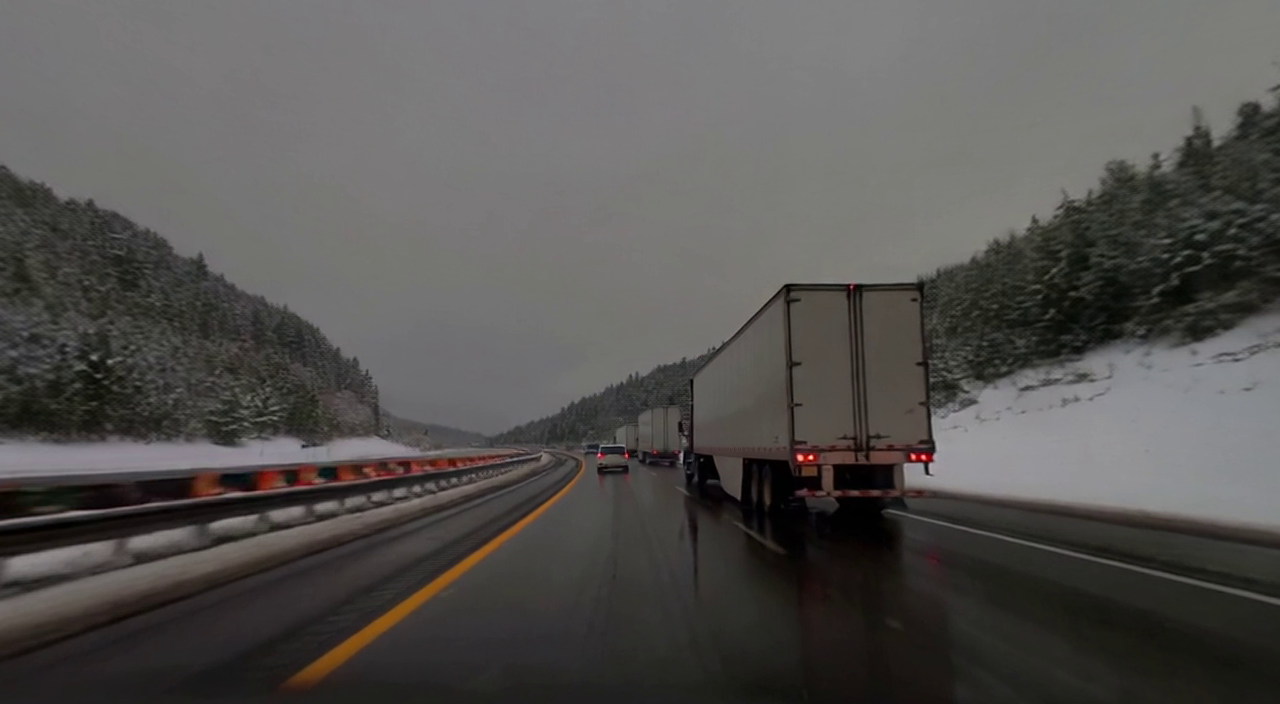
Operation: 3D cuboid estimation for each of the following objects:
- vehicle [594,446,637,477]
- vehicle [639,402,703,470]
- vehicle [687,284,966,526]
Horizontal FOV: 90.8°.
[{"bbox_3d":[-1.272,5.460,31.599,2.029,1.437,3.794,0,-9,-3],"label":"vehicle"},{"bbox_3d":[1.832,6.159,44.939,2.826,4.050,13.845,1,-9,-4],"label":"vehicle"},{"bbox_3d":[3.656,1.972,17.951,2.911,4.099,14.578,0,-9,-2],"label":"vehicle"}]
